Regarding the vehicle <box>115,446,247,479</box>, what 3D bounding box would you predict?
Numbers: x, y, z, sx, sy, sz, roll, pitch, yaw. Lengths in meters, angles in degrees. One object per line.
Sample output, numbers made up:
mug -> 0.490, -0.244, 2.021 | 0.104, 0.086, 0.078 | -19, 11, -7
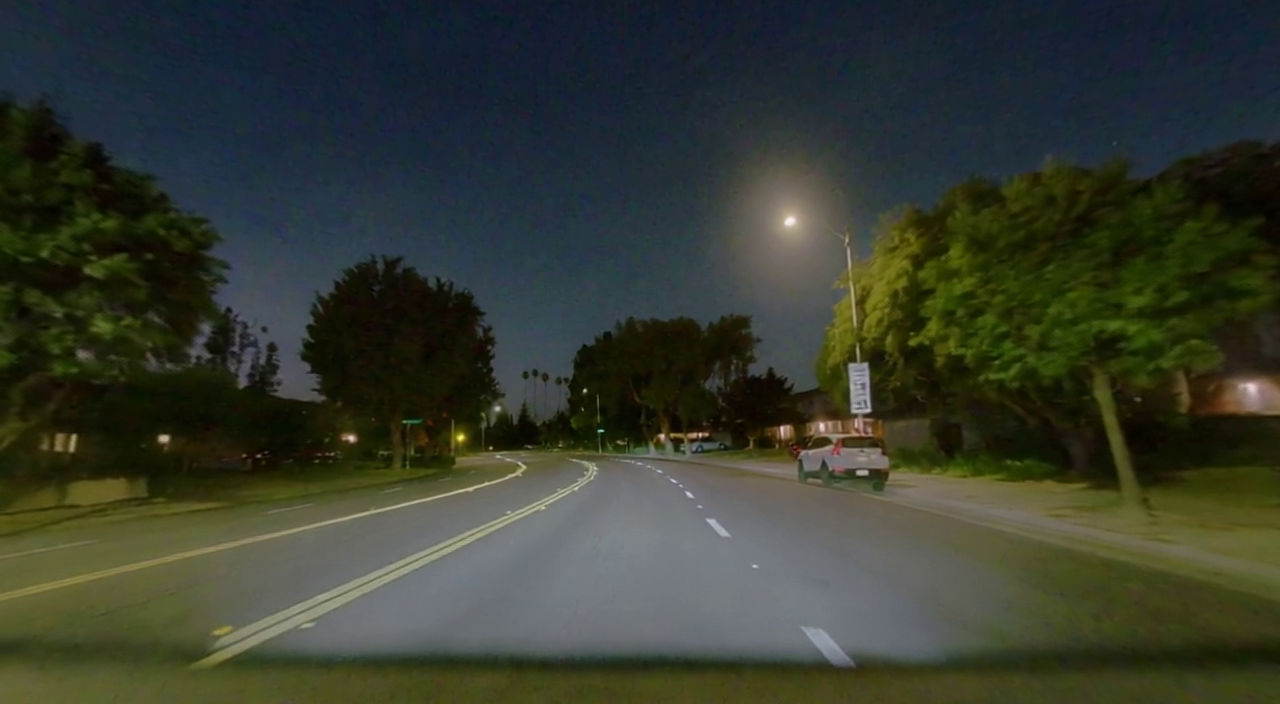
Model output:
vehicle -> -21.293, 5.109, 29.351 | 4.654, 1.442, 2.155 | -1, -8, 7

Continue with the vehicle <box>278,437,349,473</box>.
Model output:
vehicle -> -18.717, 5.915, 36.395 | 2.077, 1.948, 4.705 | 1, -8, -7

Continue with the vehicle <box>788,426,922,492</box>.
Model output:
vehicle -> 6.747, 3.420, 20.492 | 2.315, 1.869, 4.678 | 1, -8, -6
